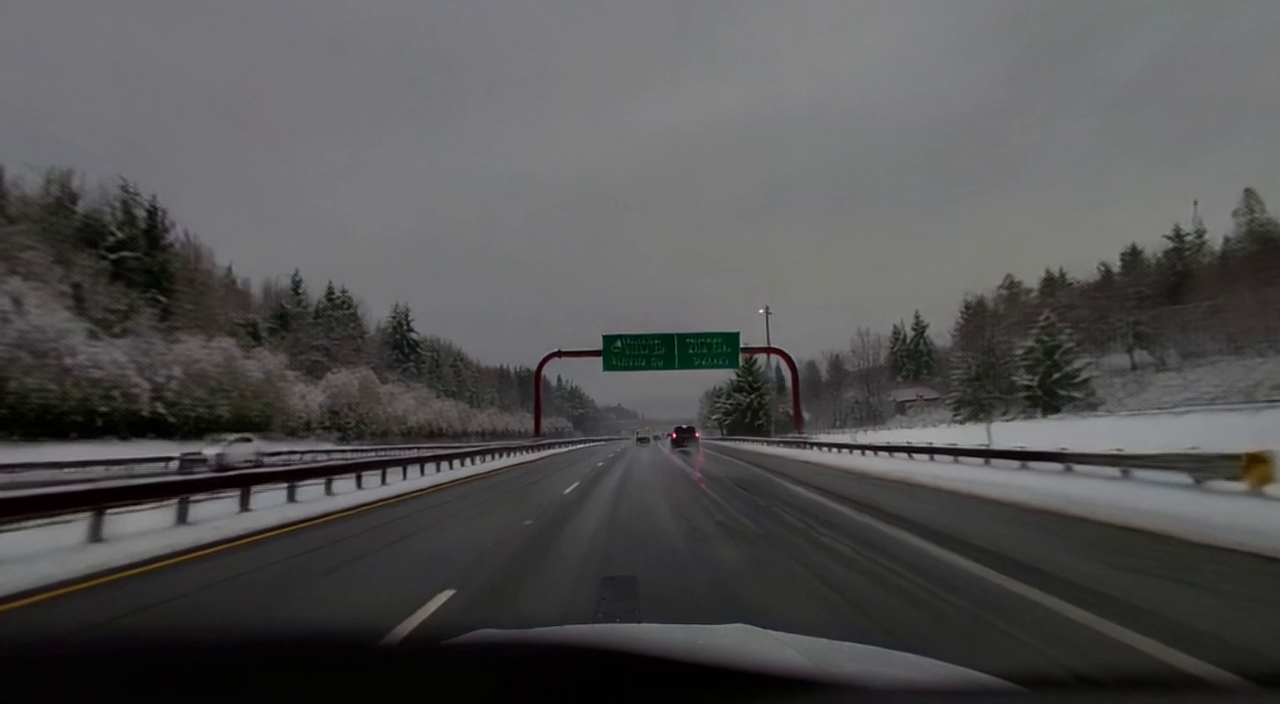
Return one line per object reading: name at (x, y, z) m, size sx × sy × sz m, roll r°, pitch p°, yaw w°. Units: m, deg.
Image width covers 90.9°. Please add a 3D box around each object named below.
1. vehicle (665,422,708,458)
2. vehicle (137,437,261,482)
vehicle at (3.100, 5.991, 42.931) m, size 2.450 × 2.314 × 4.753 m, roll 0°, pitch -8°, yaw -1°
vehicle at (-15.418, 3.743, 22.296) m, size 1.727 × 1.439 × 3.695 m, roll 0°, pitch -8°, yaw -1°
